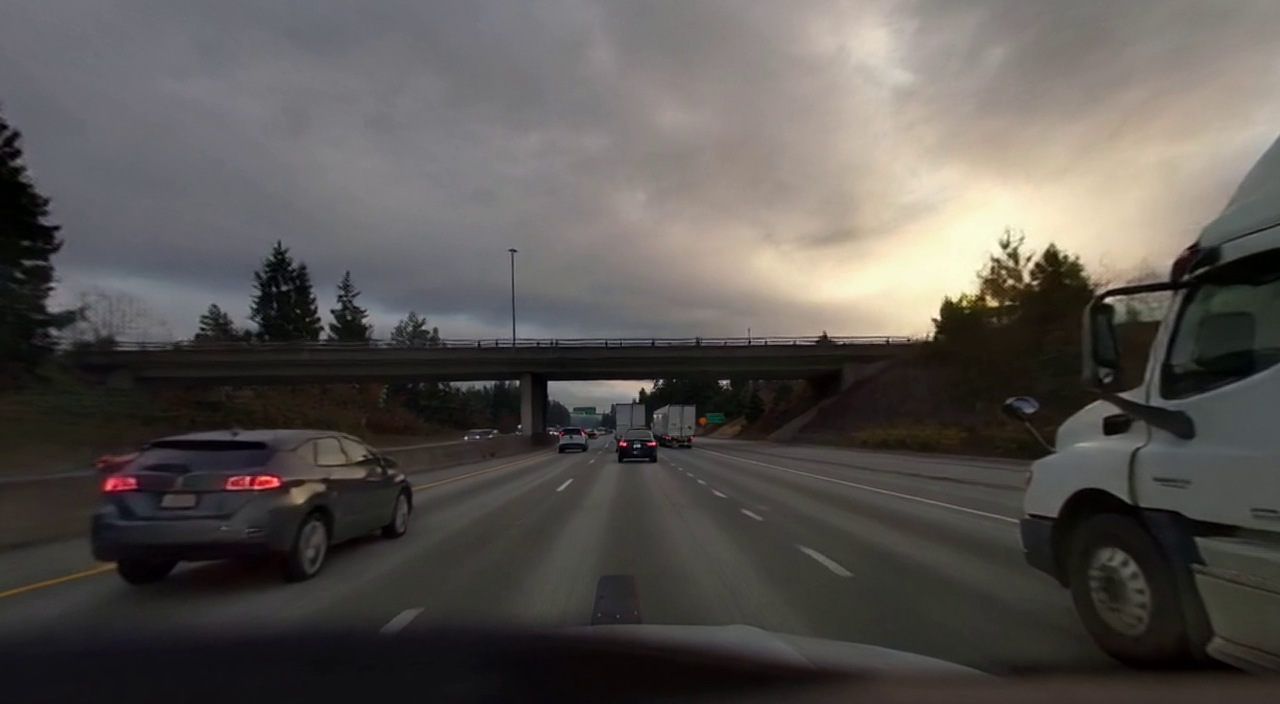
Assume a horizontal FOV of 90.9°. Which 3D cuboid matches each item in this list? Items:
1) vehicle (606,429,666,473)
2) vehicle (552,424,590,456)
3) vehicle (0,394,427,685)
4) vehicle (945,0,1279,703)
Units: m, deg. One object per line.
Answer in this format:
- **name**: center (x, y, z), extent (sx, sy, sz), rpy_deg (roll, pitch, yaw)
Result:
- **vehicle**: center (-0.175, 3.681, 23.707), extent (2.059, 1.522, 3.693), rpy_deg (0, -8, -1)
- **vehicle**: center (-4.480, 5.819, 41.619), extent (2.013, 1.961, 4.692), rpy_deg (0, -8, 0)
- **vehicle**: center (-3.742, 1.312, 5.758), extent (1.979, 1.527, 4.754), rpy_deg (0, -8, -1)
- **vehicle**: center (3.899, -0.199, 0.983), extent (2.783, 3.483, 7.836), rpy_deg (0, -8, -1)
